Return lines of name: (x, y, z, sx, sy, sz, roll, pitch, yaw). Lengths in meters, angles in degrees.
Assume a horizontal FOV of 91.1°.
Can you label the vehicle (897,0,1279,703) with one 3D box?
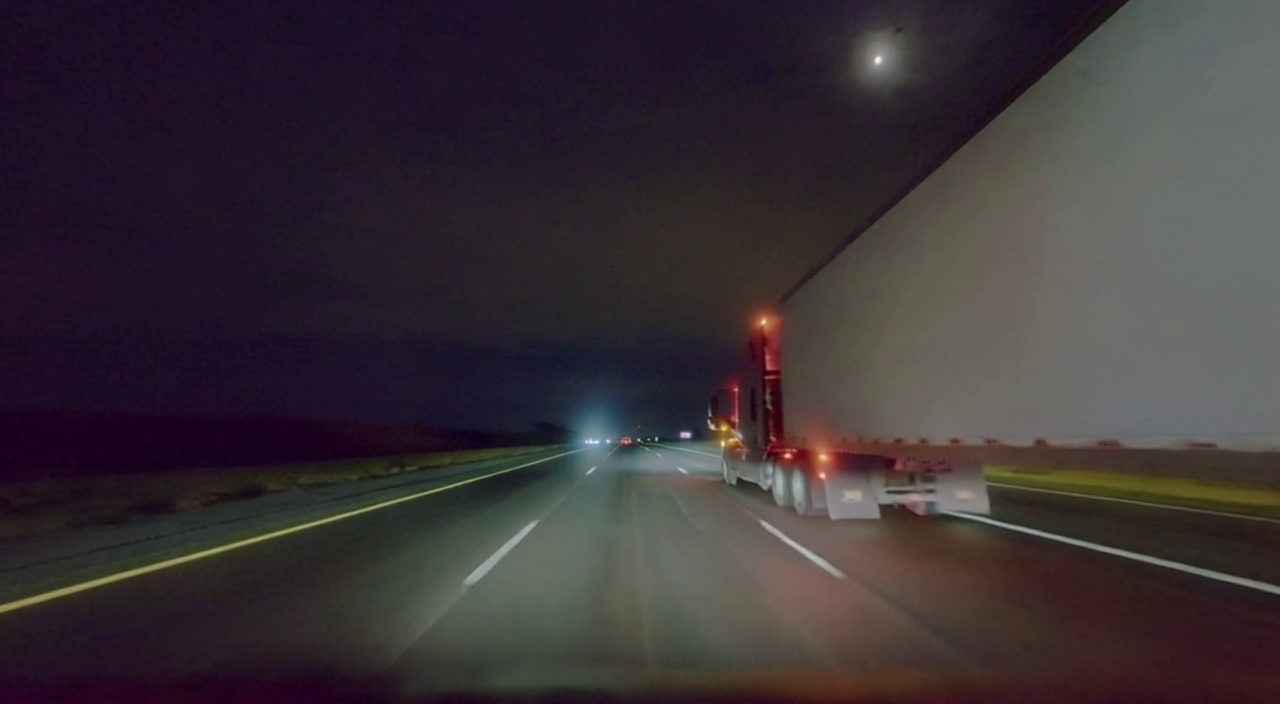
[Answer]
vehicle: (4.394, -0.373, 2.354, 2.880, 3.986, 9.103, 0, -8, 0)
